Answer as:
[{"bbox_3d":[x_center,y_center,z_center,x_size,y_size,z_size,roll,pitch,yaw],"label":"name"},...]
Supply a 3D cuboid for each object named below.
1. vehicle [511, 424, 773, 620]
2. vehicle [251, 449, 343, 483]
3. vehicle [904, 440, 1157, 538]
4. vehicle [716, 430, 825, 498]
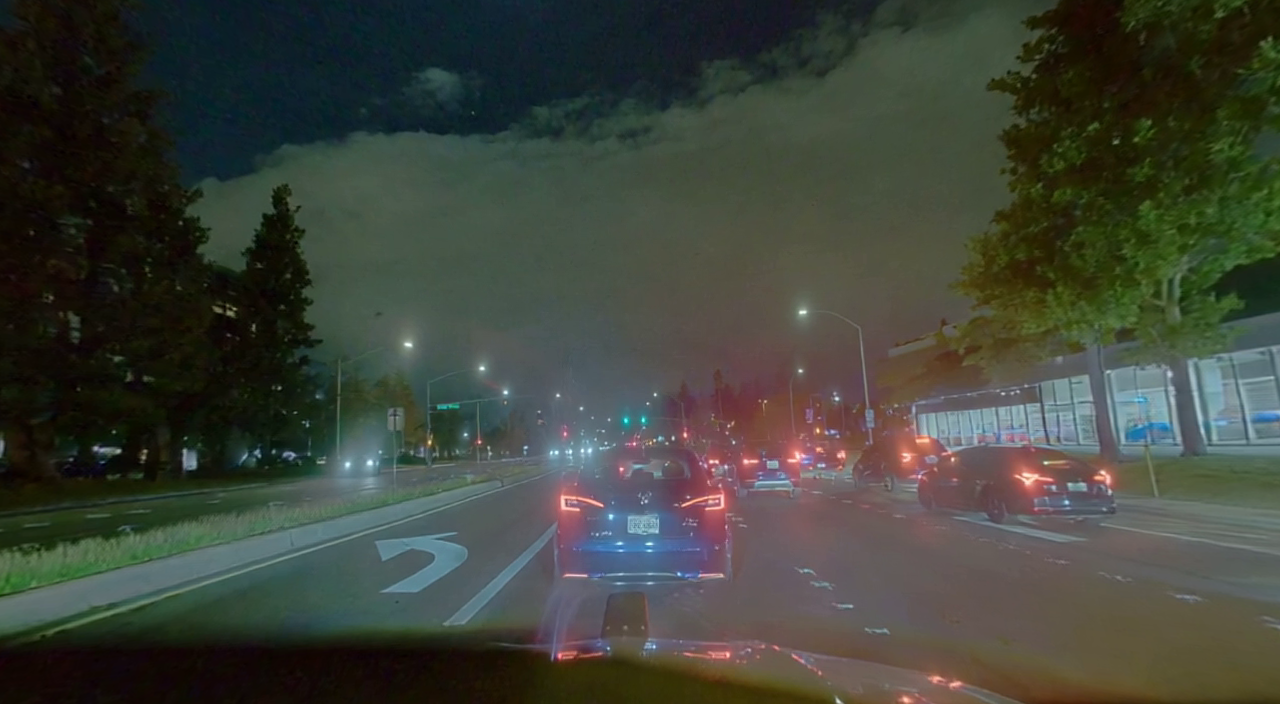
[{"bbox_3d":[-0.016,1.608,7.019,1.977,1.465,4.376,0,-8,-1],"label":"vehicle"},{"bbox_3d":[-18.817,6.196,34.551,4.428,1.743,2.163,-4,-9,27],"label":"vehicle"},{"bbox_3d":[6.842,2.397,11.788,1.911,1.468,4.417,0,-8,0],"label":"vehicle"},{"bbox_3d":[3.617,3.206,18.461,2.114,1.736,4.553,0,-8,-1],"label":"vehicle"}]
